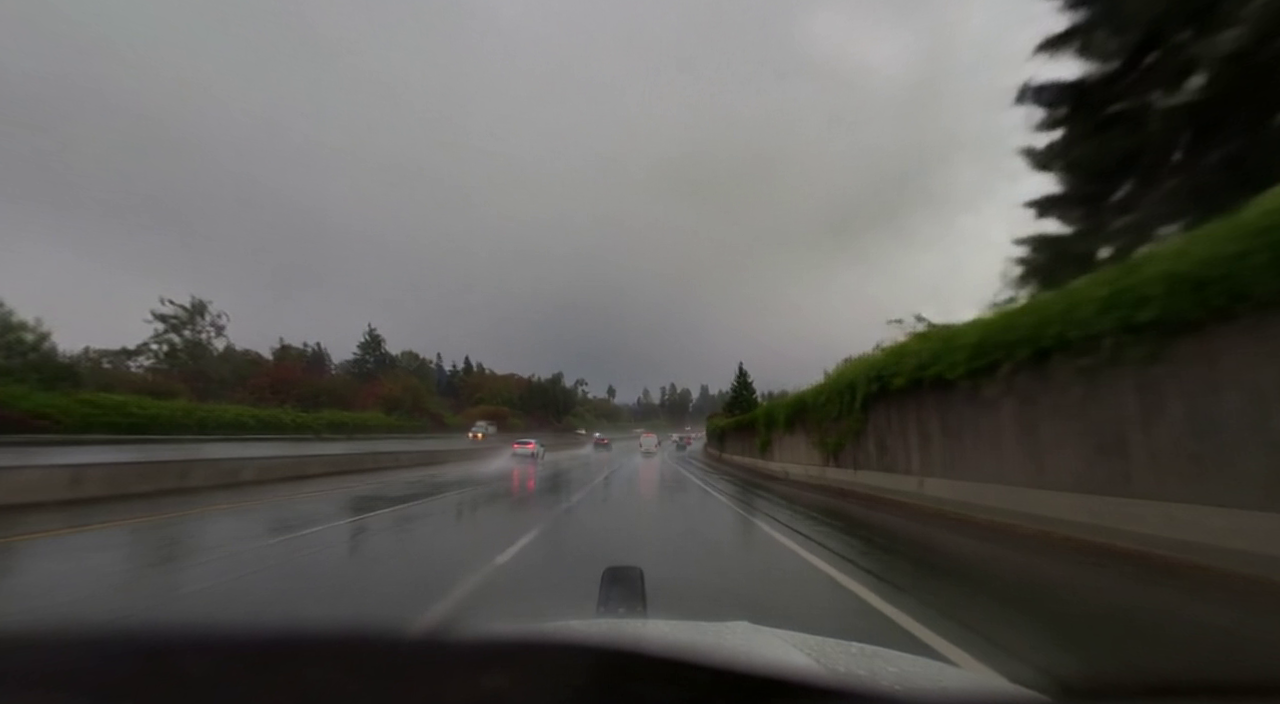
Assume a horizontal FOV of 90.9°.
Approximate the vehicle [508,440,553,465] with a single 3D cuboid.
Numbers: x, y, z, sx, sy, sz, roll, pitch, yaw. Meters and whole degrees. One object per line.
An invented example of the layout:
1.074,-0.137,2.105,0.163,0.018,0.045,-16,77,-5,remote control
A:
-6.886,6.372,40.151,1.966,1.488,4.243,-1,-9,2,vehicle
